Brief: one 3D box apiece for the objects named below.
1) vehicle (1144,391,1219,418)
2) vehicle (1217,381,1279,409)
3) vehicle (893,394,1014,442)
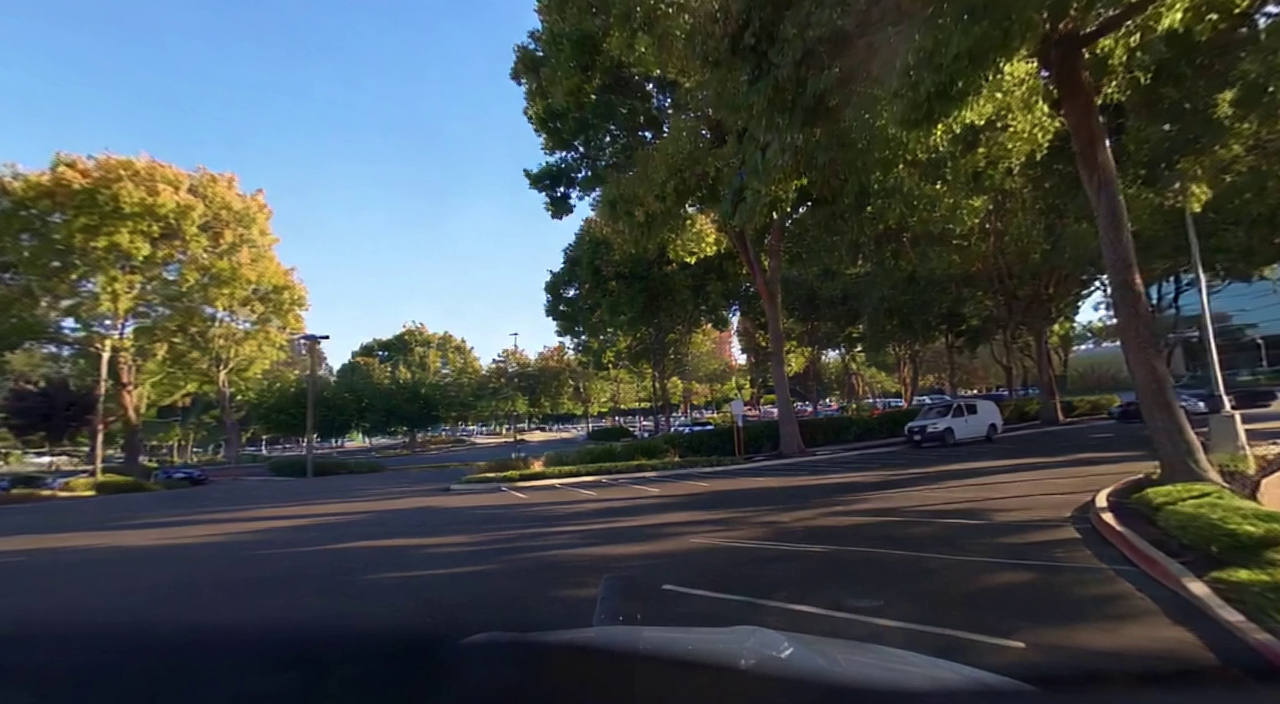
[{"bbox_3d":[35.779,3.516,41.697,4.383,1.525,2.038,4,-10,-26],"label":"vehicle"},{"bbox_3d":[45.045,3.179,46.400,4.912,1.741,2.360,6,-7,-28],"label":"vehicle"},{"bbox_3d":[15.669,3.378,31.560,5.547,2.193,2.433,4,-10,-27],"label":"vehicle"}]
